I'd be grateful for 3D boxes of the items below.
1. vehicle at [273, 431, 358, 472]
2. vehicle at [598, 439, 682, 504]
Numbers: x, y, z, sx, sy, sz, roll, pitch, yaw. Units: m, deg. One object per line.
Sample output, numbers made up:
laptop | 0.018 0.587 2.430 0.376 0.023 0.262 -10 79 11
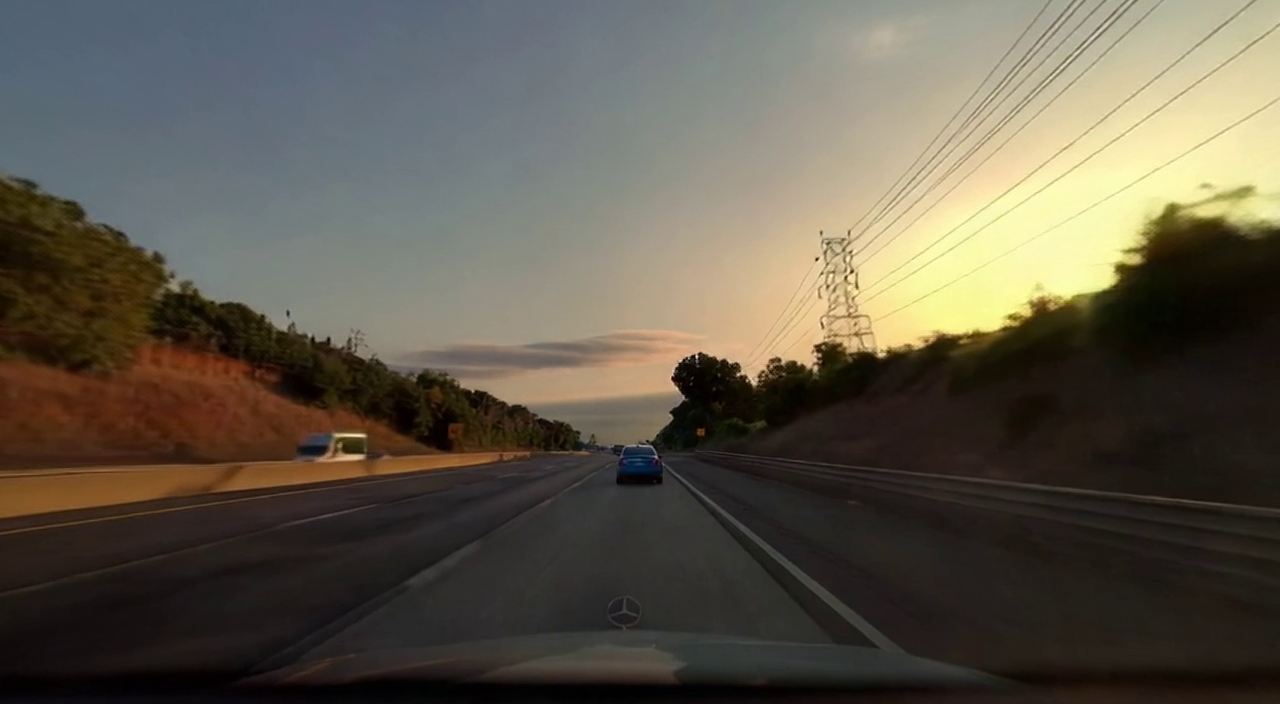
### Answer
vehicle | -20.080 6.212 39.371 2.171 2.310 5.769 0 -9 1
vehicle | -0.039 3.118 16.868 1.966 1.499 4.298 0 -9 -1
